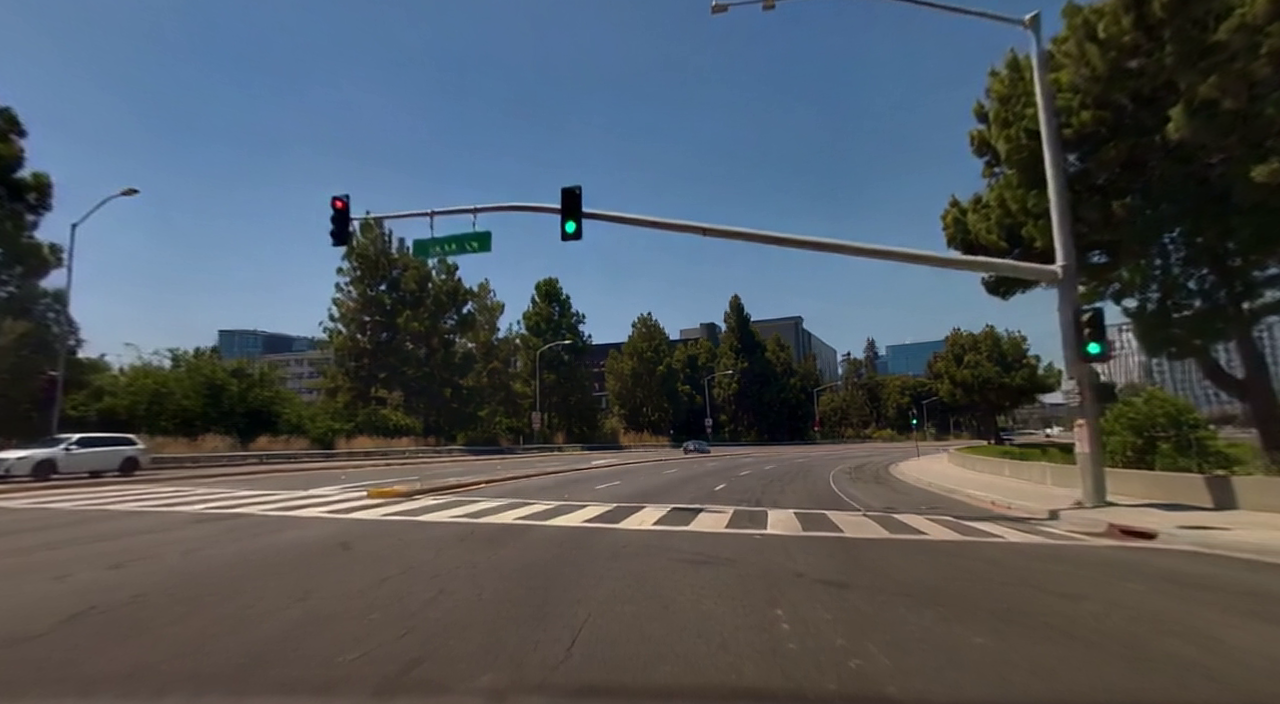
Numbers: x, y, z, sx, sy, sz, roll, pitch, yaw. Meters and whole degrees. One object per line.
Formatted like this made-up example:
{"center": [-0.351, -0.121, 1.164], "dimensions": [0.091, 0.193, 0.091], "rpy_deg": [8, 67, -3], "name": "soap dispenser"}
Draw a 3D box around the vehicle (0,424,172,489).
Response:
{"center": [-15.166, 2.677, 16.335], "dimensions": [1.853, 1.487, 4.691], "rpy_deg": [-2, -9, 12], "name": "vehicle"}
